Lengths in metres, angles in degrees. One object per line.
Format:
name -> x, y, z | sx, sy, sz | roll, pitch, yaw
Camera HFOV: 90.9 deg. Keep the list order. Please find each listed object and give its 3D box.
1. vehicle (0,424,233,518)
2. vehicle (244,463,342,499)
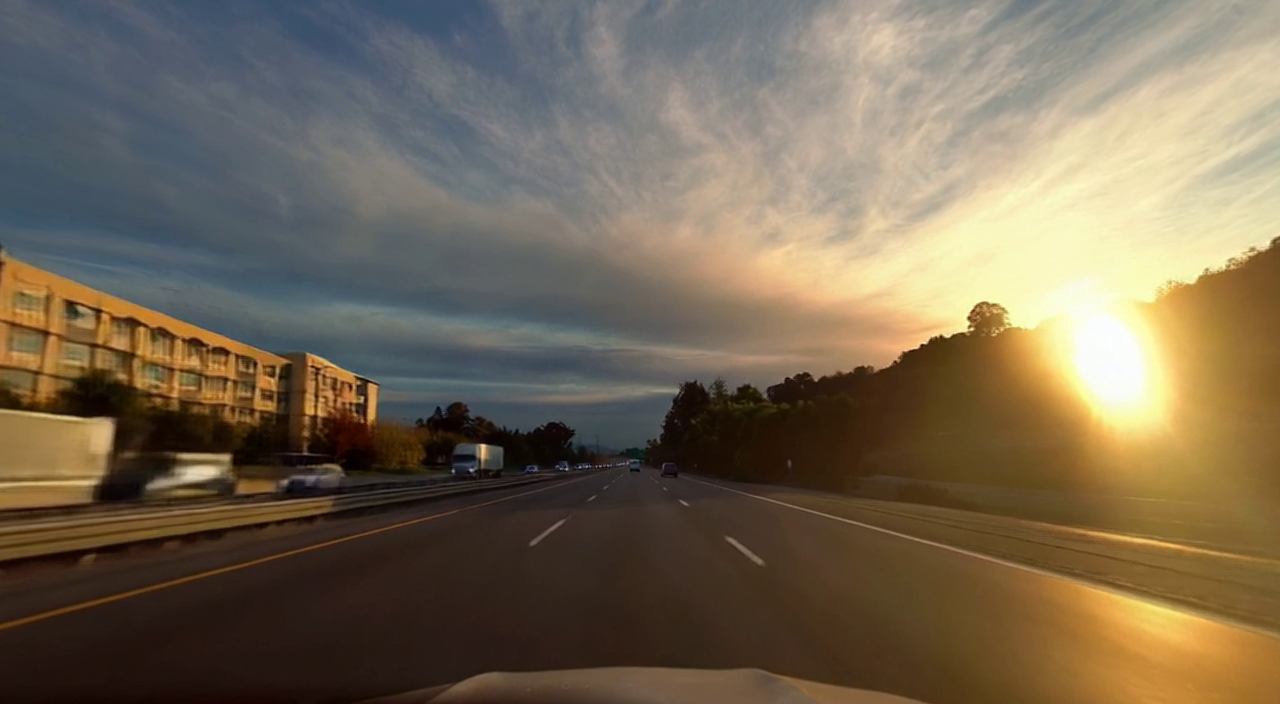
vehicle -> -20.092, 4.649, 24.785 | 2.847, 3.022, 7.806 | 1, -10, 0
vehicle -> -16.005, 5.973, 29.380 | 1.943, 1.513, 4.560 | 1, -10, 0
